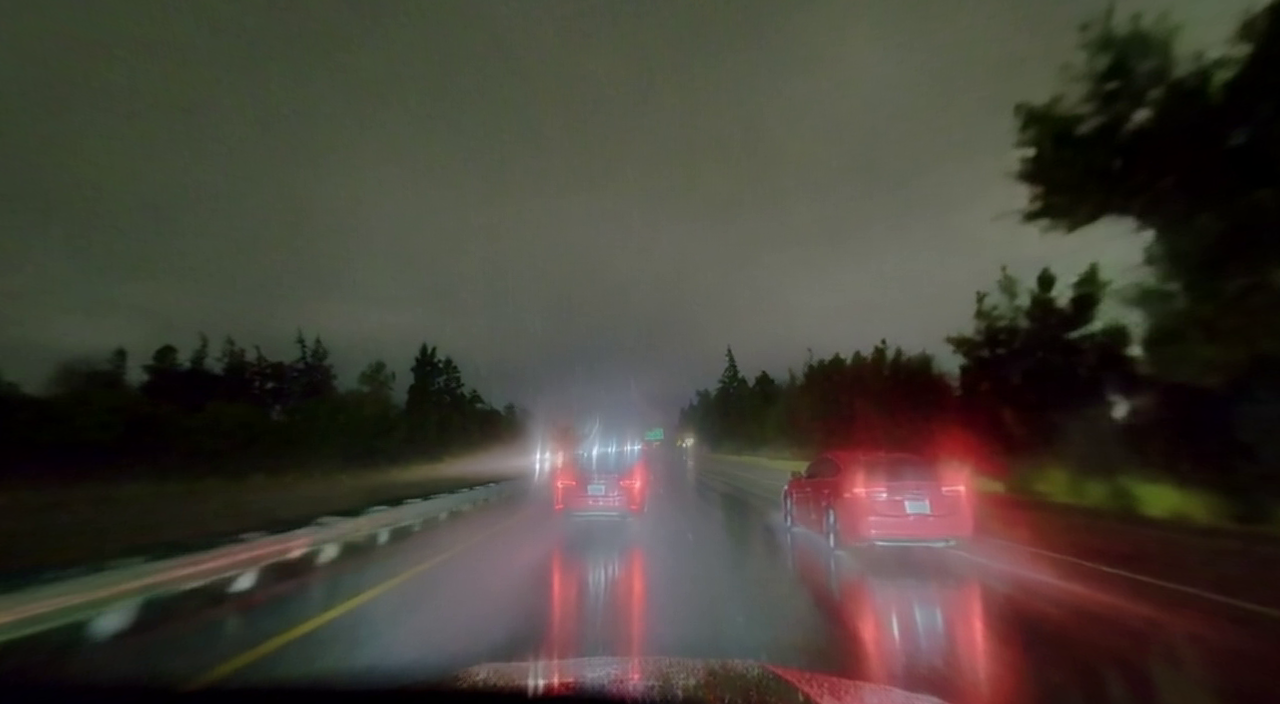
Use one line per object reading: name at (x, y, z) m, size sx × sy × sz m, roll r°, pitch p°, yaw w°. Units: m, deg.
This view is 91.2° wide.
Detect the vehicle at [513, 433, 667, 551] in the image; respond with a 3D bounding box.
vehicle at (-0.661, 2.231, 10.680) m, size 2.083 × 1.548 × 4.251 m, roll -1°, pitch -9°, yaw 0°

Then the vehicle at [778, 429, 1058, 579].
vehicle at (3.364, 1.906, 8.639) m, size 2.021 × 1.533 × 4.014 m, roll -1°, pitch -9°, yaw 1°
